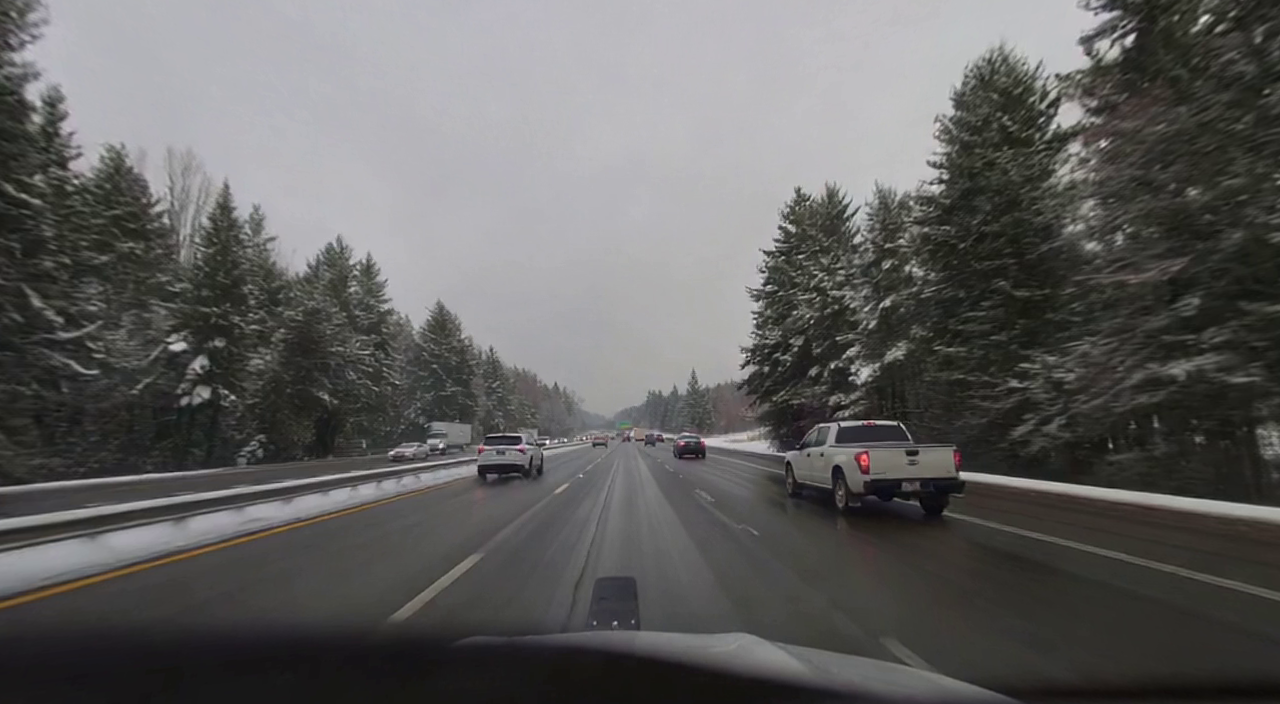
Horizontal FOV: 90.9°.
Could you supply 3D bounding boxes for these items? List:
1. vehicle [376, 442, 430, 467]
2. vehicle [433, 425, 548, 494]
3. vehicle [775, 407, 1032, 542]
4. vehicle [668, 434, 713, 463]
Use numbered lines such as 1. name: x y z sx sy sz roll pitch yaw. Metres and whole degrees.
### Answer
1. vehicle: -15.790 6.840 42.276 1.928 1.502 4.794 0 -8 -2
2. vehicle: -3.889 2.860 17.345 2.011 1.614 4.808 0 -8 0
3. vehicle: 3.753 1.822 10.157 1.949 1.639 4.748 0 -8 -2
4. vehicle: 2.659 5.172 34.067 1.990 1.480 3.865 0 -8 -2
